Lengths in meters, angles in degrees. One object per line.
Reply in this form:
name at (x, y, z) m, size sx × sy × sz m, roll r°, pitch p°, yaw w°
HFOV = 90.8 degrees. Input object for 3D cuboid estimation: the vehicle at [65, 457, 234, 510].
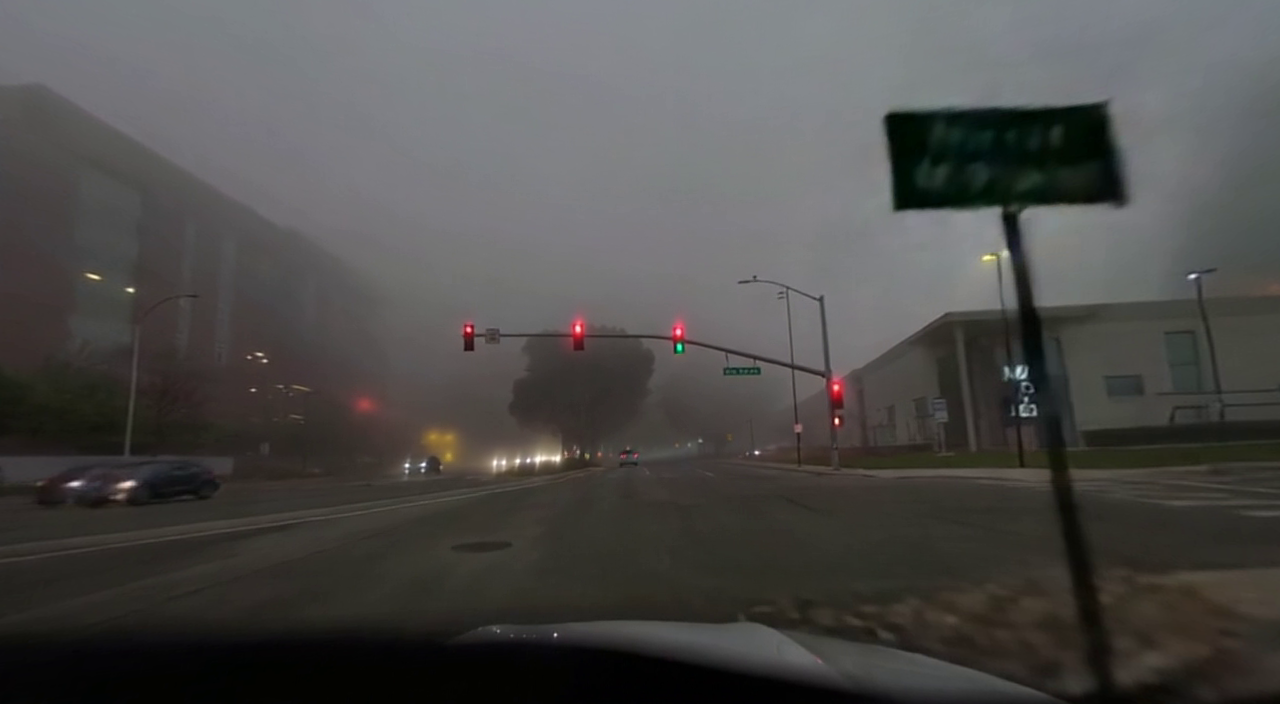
vehicle at (-16.360, 4.385, 21.482) m, size 1.922 × 1.448 × 4.702 m, roll -2°, pitch -9°, yaw 2°
